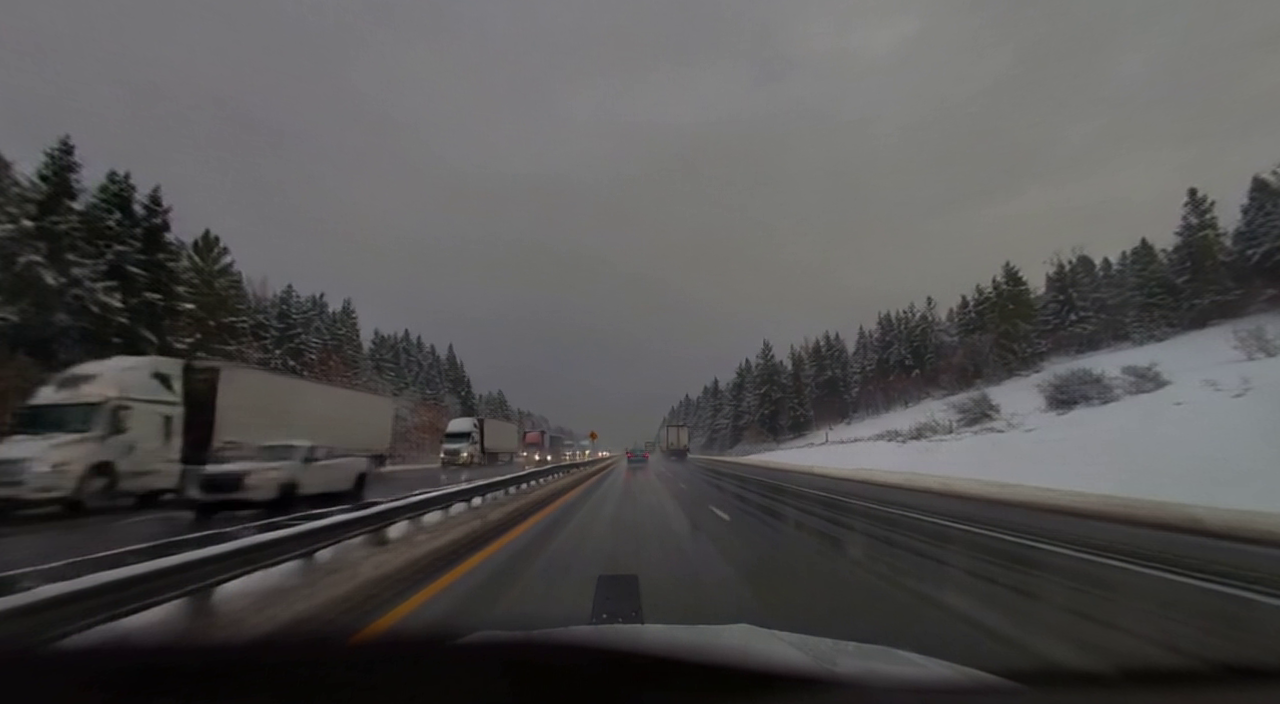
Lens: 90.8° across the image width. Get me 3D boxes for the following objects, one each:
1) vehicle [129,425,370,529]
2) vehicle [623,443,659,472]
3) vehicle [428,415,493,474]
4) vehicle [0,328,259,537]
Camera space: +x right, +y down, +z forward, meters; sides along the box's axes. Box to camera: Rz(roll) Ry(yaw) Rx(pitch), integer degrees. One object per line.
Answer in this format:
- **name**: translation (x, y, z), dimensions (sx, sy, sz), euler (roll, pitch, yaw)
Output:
- **vehicle**: translation (-8.477, 2.753, 14.538), dimensions (2.292, 1.917, 5.174), euler (0, -9, -1)
- **vehicle**: translation (0.026, 6.610, 39.592), dimensions (2.137, 1.689, 4.051), euler (0, -9, -1)
- **vehicle**: translation (-12.969, 6.742, 46.030), dimensions (2.949, 3.947, 5.850), euler (0, -9, 0)
- **vehicle**: translation (-12.687, 1.963, 15.134), dimensions (3.002, 3.963, 6.351), euler (0, -9, -1)
